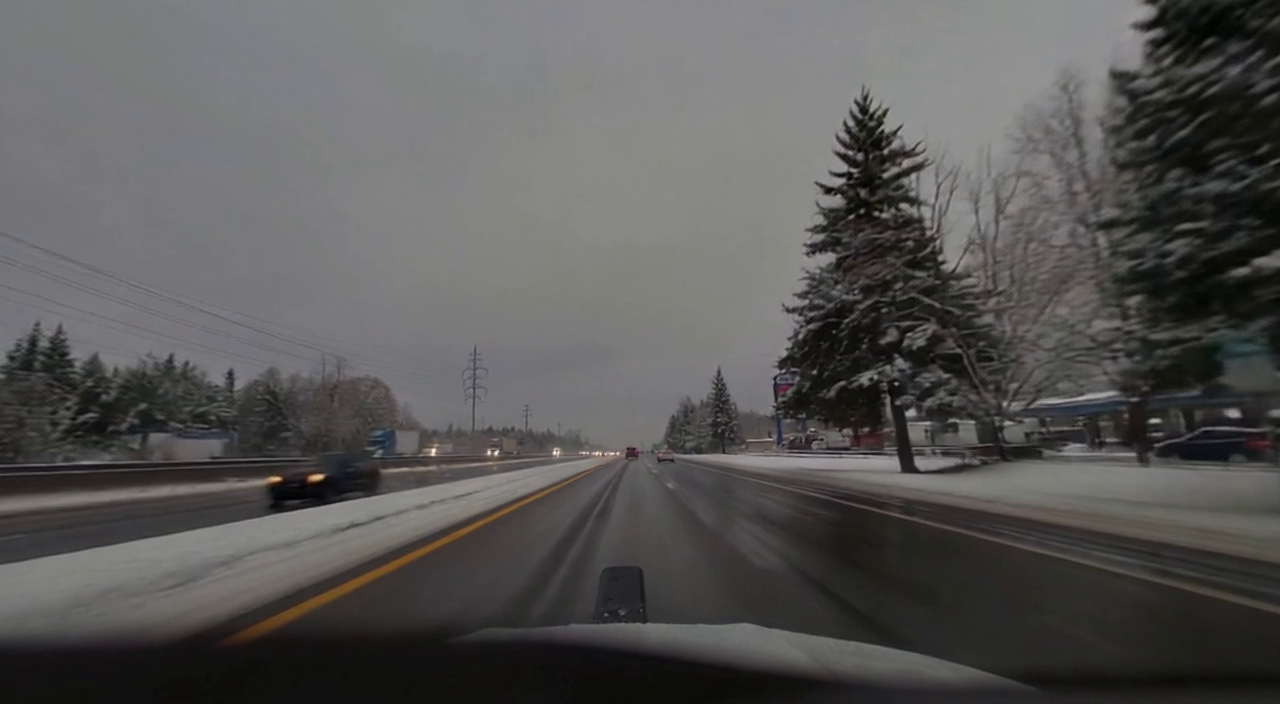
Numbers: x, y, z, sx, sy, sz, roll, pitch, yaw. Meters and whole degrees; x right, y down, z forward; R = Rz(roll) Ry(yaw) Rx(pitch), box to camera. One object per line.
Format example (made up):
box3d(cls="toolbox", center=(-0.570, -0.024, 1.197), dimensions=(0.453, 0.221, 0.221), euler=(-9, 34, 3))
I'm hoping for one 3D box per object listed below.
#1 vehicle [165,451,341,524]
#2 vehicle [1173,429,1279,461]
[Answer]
box3d(cls="vehicle", center=(-8.829, 3.075, 14.813), dimensions=(1.736, 1.443, 3.756), euler=(0, -9, 0))
box3d(cls="vehicle", center=(29.671, 4.639, 31.356), dimensions=(4.541, 1.499, 1.838), euler=(-8, -12, 43))
